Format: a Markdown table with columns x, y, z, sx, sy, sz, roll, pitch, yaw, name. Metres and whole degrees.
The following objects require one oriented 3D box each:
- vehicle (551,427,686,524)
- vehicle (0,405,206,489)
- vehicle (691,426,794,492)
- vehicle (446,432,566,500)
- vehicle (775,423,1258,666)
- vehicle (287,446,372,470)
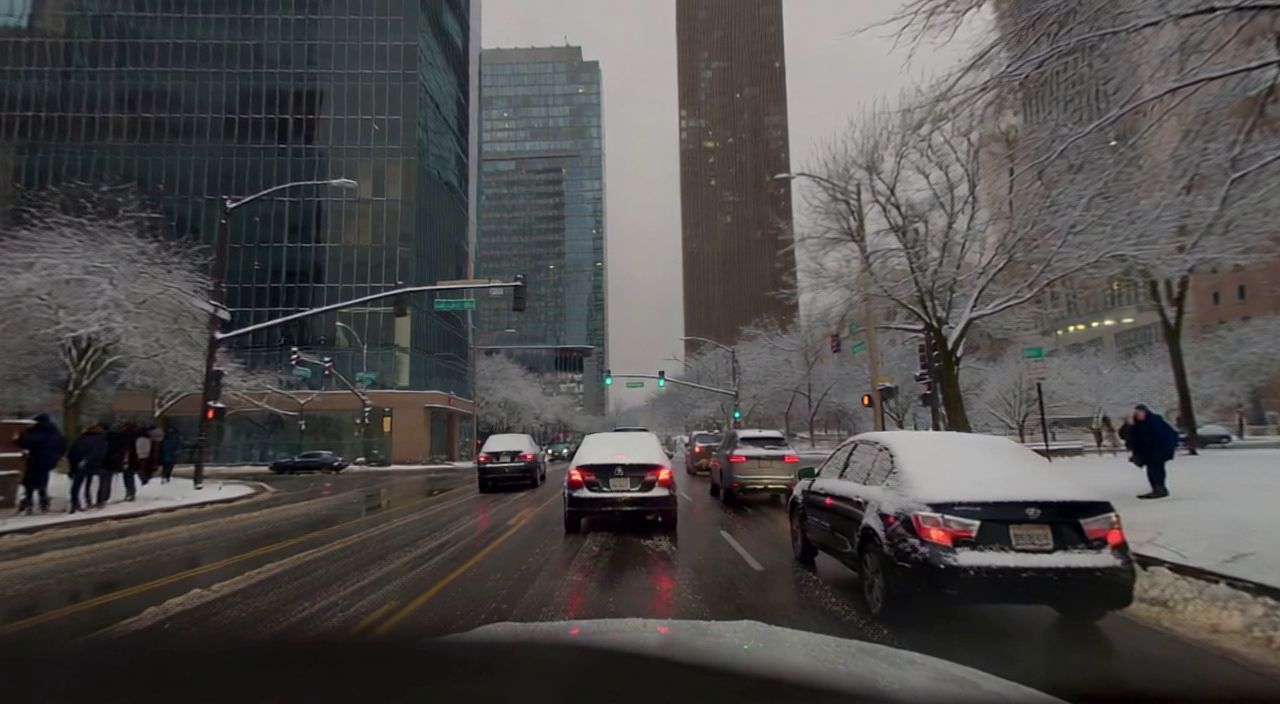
| x | y | z | sx | sy | sz | roll | pitch | yaw | name |
| --- | --- | --- | --- | --- | --- | --- | --- | --- | --- |
| -0.362 | 2.205 | 11.739 | 2.072 | 1.476 | 4.078 | 0 | -8 | -1 | vehicle |
| -25.647 | 4.344 | 28.814 | 8.989 | 3.623 | 2.884 | 0 | -8 | -2 | vehicle |
| 2.878 | 3.144 | 18.791 | 2.234 | 1.723 | 4.486 | 0 | -8 | -1 | vehicle |
| -3.234 | 2.853 | 16.137 | 2.068 | 1.513 | 4.221 | 0 | -8 | 1 | vehicle |
| 2.756 | 1.482 | 5.971 | 1.952 | 1.464 | 4.165 | 0 | -8 | -1 | vehicle |
| -19.304 | 6.565 | 39.060 | 4.531 | 1.427 | 1.957 | -2 | -9 | 16 | vehicle |
